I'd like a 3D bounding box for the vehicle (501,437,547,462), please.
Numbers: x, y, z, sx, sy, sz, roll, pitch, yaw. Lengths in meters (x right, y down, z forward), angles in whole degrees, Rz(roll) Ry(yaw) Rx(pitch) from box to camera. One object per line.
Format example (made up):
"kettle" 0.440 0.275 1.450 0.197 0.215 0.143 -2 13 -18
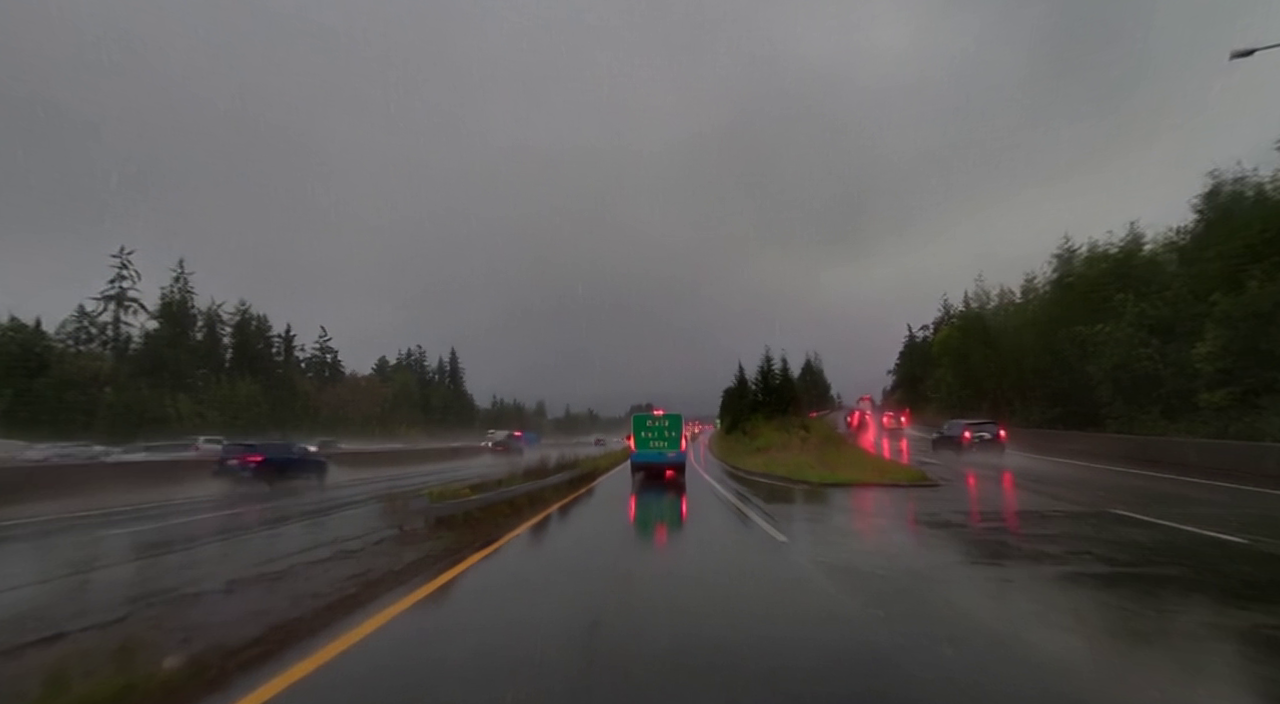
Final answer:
"vehicle" -7.567 6.363 41.391 1.896 1.543 4.429 -1 -8 4

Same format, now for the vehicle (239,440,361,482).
"vehicle" -12.936 4.146 24.384 1.918 1.451 4.668 -1 -8 3

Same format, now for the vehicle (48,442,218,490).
"vehicle" -17.197 3.835 21.785 1.825 1.437 4.692 -1 -8 3

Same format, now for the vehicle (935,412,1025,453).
"vehicle" 14.978 3.628 28.095 2.098 1.654 4.637 -2 -8 10

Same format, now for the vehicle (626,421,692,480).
"vehicle" 0.623 3.371 21.902 2.043 1.821 4.558 0 -8 1
